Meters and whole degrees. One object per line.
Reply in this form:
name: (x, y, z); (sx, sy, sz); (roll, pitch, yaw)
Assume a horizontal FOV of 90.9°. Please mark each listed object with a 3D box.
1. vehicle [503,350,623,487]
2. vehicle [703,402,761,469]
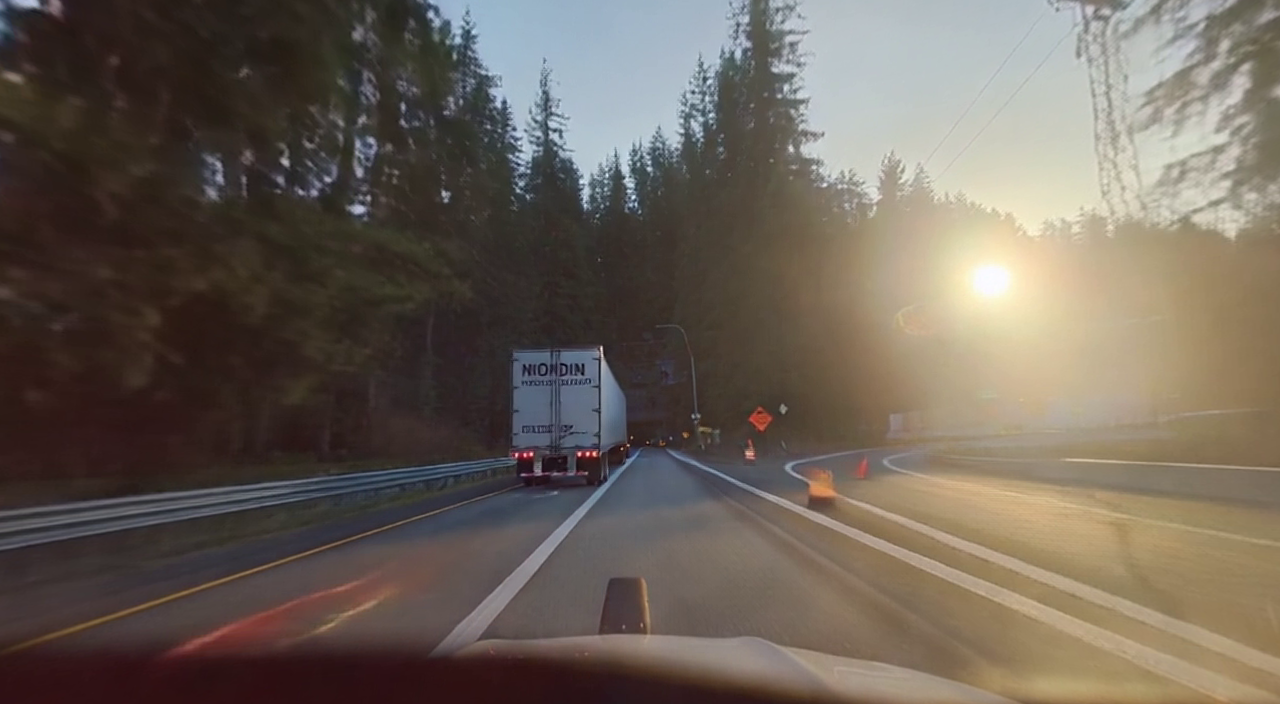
vehicle: (-2.489, 3.139, 26.993); (2.873, 4.060, 16.327); (0, -8, 1)
vehicle: (5.070, 4.680, 35.323); (2.928, 3.571, 3.032); (-1, -8, 3)
